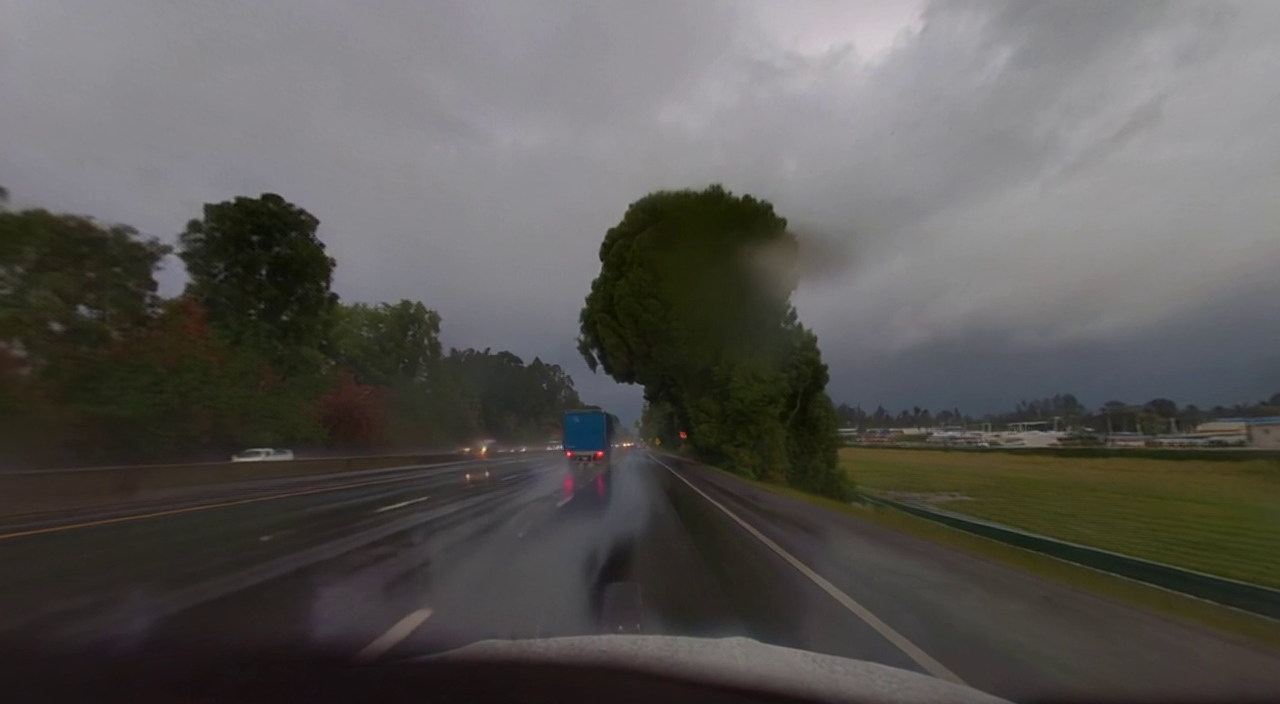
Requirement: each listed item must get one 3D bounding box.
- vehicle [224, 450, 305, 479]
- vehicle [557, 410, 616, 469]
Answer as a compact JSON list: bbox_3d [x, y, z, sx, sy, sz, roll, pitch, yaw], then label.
[{"bbox_3d":[-21.334,6.382,36.086,1.915,1.525,4.408,0,-9,0],"label":"vehicle"},{"bbox_3d":[-3.191,5.563,39.910,2.874,3.309,8.208,0,-8,1],"label":"vehicle"}]
